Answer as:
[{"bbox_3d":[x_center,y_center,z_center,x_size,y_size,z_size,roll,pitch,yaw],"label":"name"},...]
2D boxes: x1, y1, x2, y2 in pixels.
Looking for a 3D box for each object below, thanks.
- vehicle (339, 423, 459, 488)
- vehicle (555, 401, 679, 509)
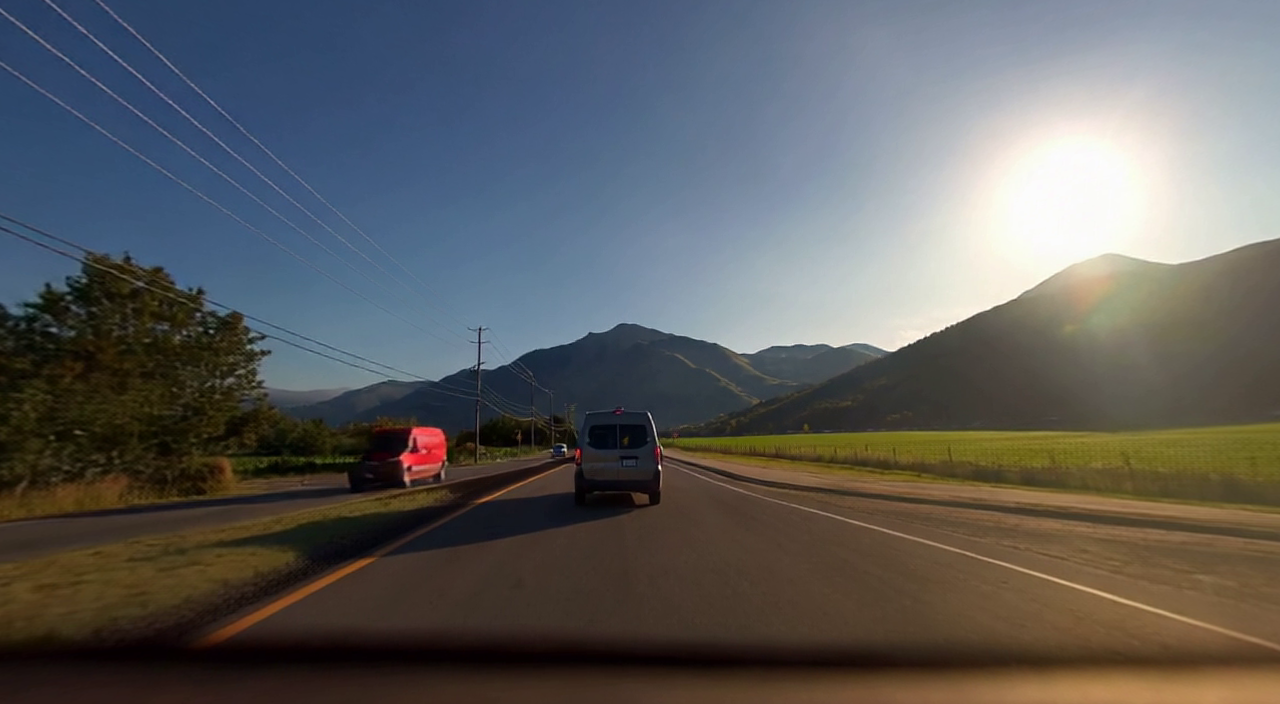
[{"bbox_3d":[-9.380,4.089,25.241,2.260,2.264,5.982,0,-8,2],"label":"vehicle"},{"bbox_3d":[-0.569,2.393,14.888,2.454,2.144,4.535,0,-8,-3],"label":"vehicle"}]
